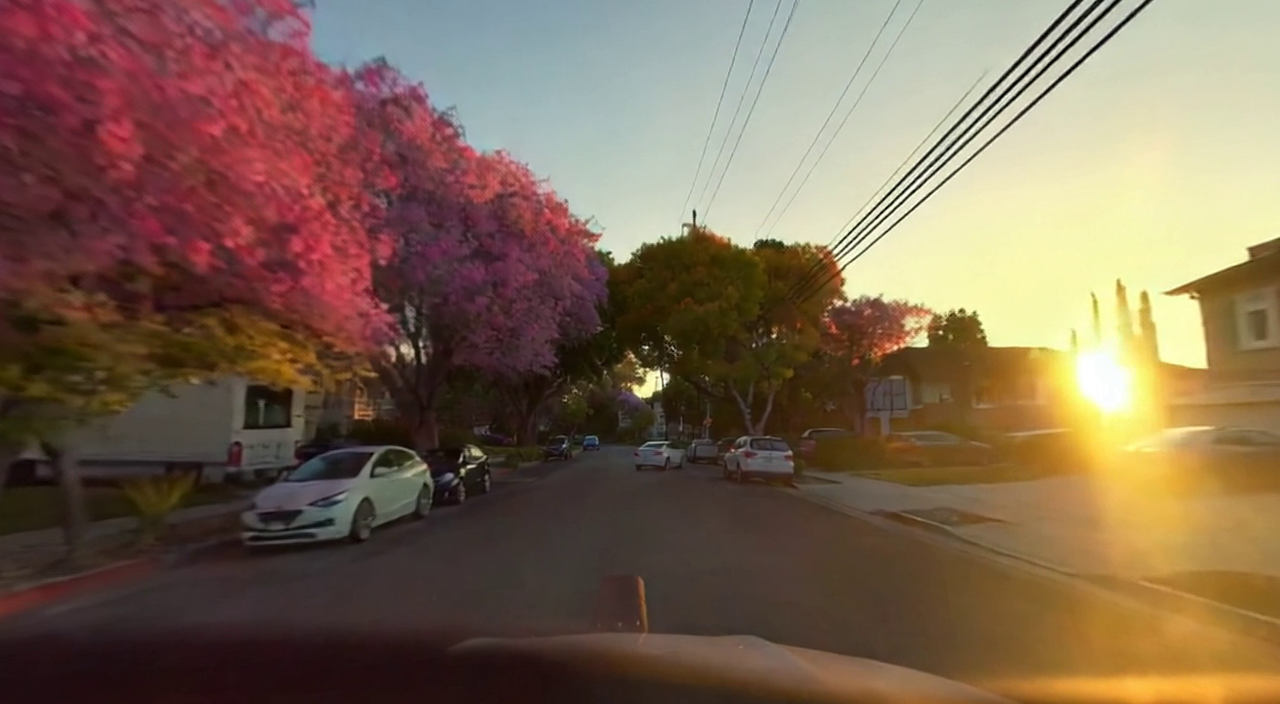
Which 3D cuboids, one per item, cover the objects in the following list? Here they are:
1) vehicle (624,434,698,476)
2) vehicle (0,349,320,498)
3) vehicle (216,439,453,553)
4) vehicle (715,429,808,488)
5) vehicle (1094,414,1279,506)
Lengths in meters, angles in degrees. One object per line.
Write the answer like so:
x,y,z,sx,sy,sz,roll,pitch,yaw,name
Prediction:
0.946,3.970,24.657,2.075,1.449,4.526,-2,-8,13,vehicle
-13.071,1.829,15.969,8.239,3.354,2.902,0,-9,1,vehicle
-4.858,2.280,10.917,1.874,1.413,4.442,0,-6,0,vehicle
3.797,3.424,20.654,2.103,1.679,4.386,0,-8,-1,vehicle
12.306,2.203,13.083,4.186,1.748,1.992,0,-8,1,vehicle
